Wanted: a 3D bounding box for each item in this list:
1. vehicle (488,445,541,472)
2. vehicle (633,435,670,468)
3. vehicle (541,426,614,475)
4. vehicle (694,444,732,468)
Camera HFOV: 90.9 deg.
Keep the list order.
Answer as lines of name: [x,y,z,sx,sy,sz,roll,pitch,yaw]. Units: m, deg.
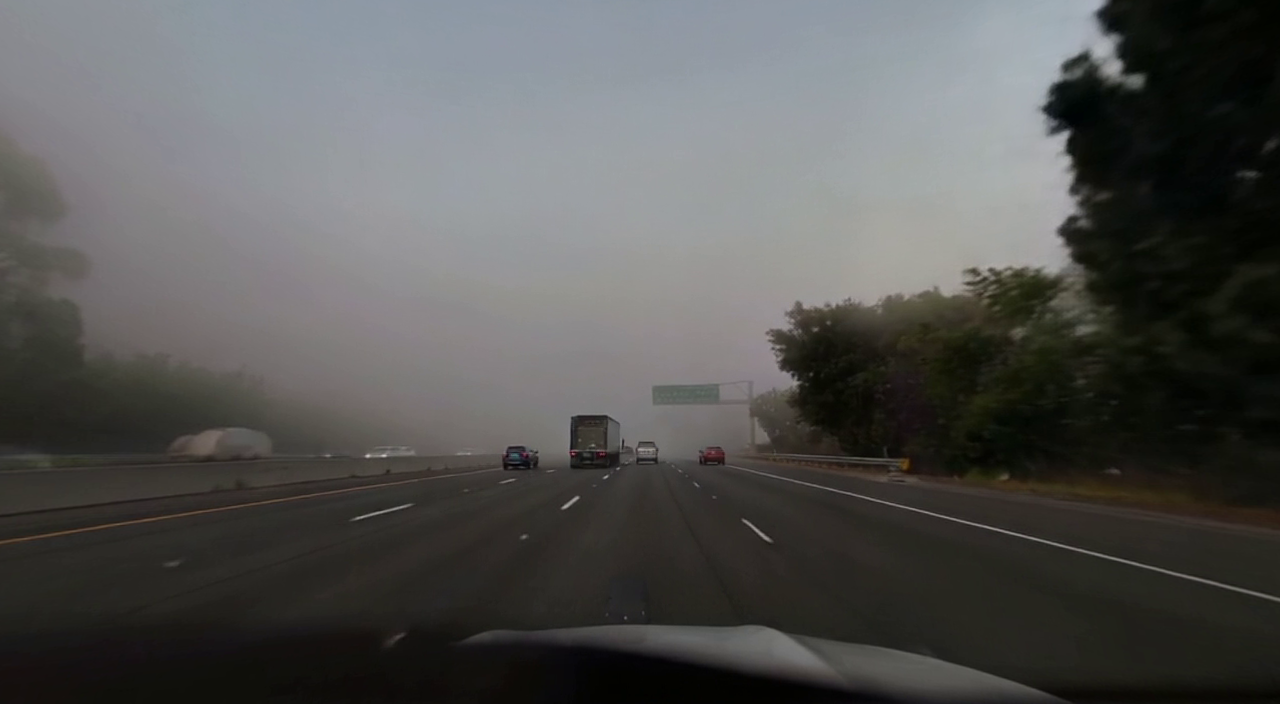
vehicle: [-7.095,6.068,36.182,1.965,1.437,4.592,0,-8,2]
vehicle: [0.769,6.676,42.448,2.309,2.023,5.130,0,-8,0]
vehicle: [-3.385,6.012,38.997,2.854,2.379,16.653,0,-8,0]
vehicle: [4.838,6.931,42.293,1.993,1.474,4.230,0,-8,-1]
